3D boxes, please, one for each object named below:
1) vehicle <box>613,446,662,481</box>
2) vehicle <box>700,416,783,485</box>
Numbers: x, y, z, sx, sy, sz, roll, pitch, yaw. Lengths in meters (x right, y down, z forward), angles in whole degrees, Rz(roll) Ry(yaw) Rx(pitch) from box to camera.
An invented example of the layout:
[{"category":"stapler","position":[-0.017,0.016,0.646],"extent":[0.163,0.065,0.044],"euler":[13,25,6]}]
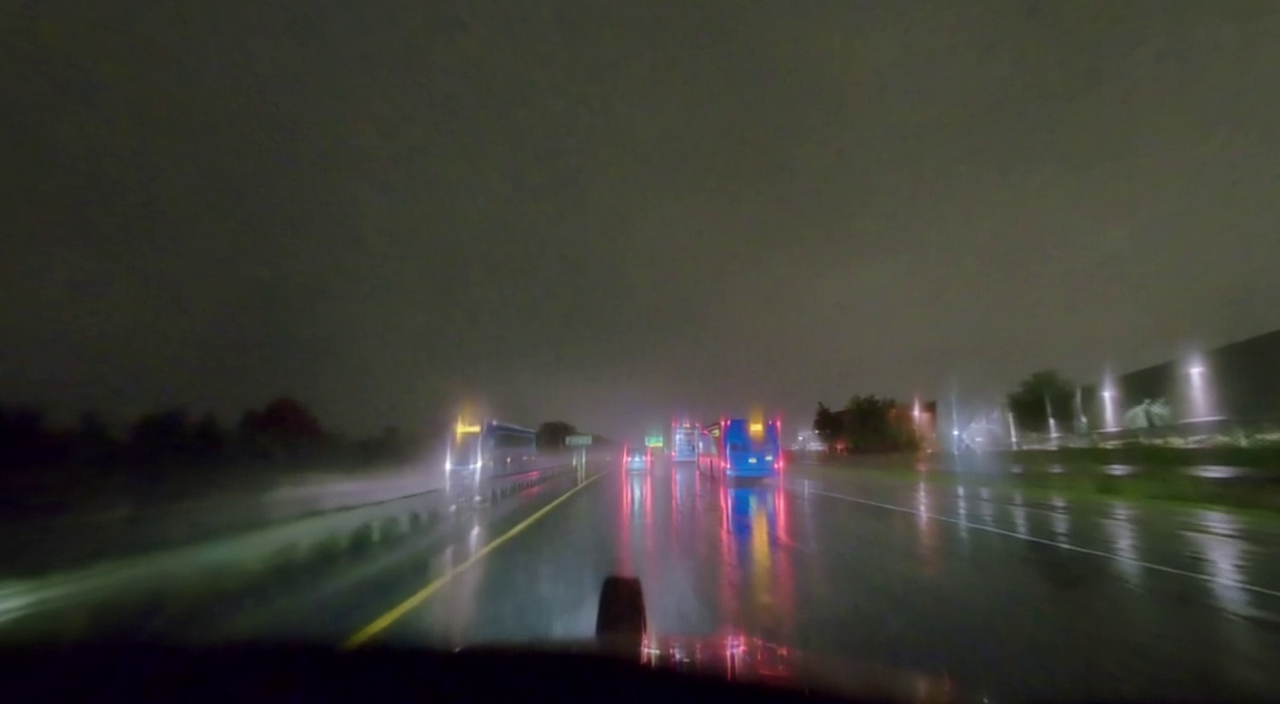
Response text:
[{"category":"vehicle","position":[-0.130,4.890,27.862],"extent":[2.004,1.449,3.817],"euler":[0,-9,-1]},{"category":"vehicle","position":[4.072,4.148,26.582],"extent":[2.440,2.555,5.957],"euler":[0,-9,-1]}]
